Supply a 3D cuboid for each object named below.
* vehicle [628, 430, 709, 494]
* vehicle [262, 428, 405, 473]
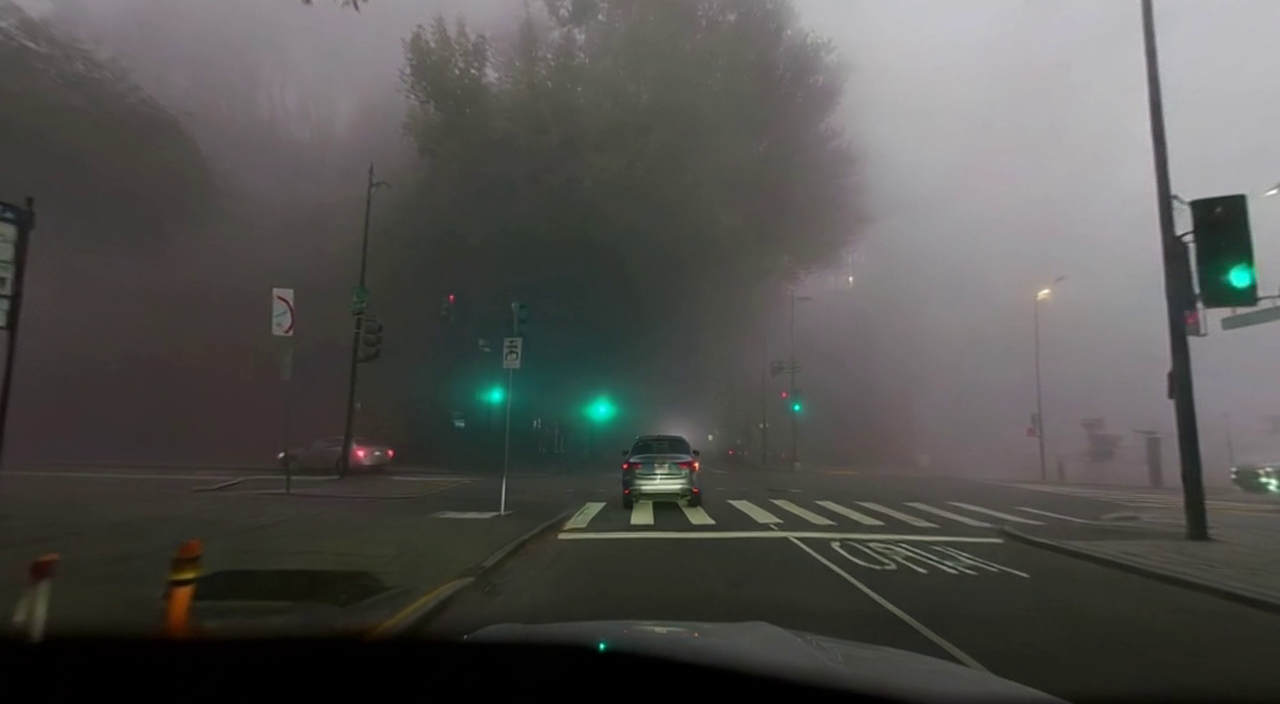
[{"bbox_3d":[0.774,3.098,18.094,2.079,1.621,3.861,0,-8,2],"label":"vehicle"},{"bbox_3d":[-11.249,3.614,23.245,4.282,1.519,2.077,-2,-9,12],"label":"vehicle"}]
